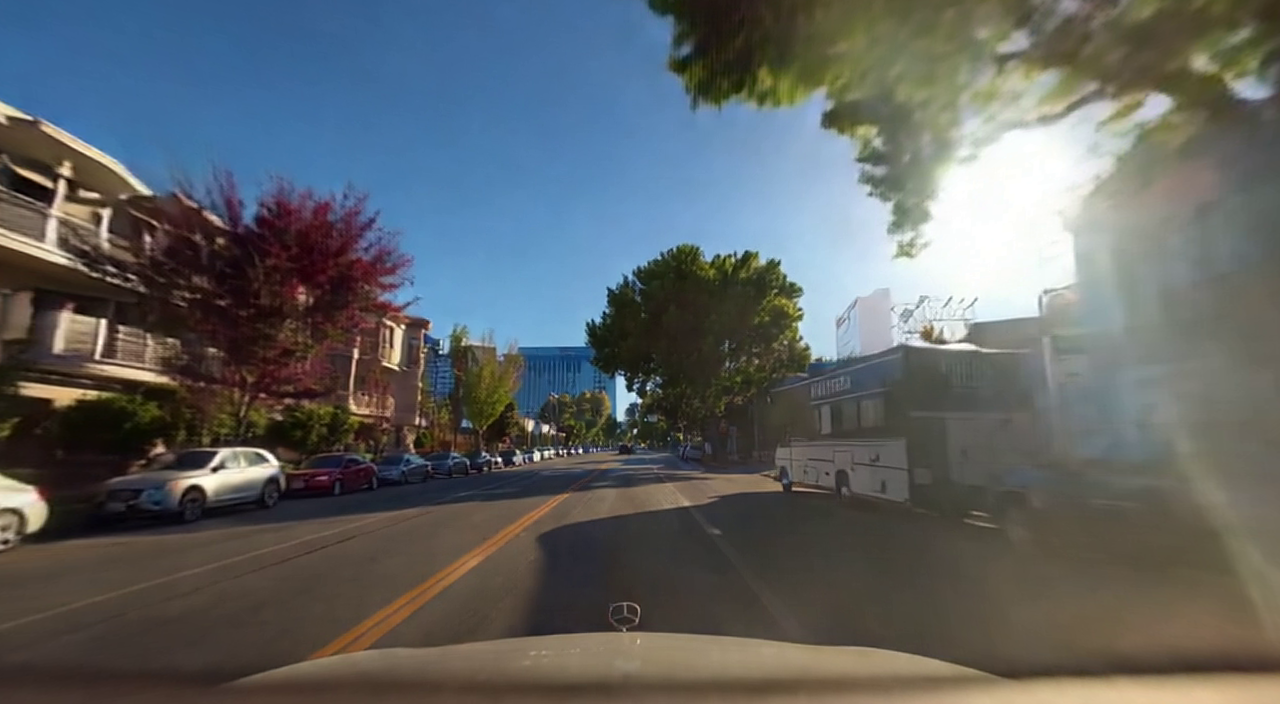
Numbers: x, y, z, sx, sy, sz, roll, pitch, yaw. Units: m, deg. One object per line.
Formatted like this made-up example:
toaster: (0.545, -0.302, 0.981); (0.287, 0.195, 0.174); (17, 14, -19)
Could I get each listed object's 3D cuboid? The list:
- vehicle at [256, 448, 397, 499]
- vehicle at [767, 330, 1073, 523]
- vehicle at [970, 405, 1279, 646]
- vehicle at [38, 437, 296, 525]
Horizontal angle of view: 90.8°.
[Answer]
vehicle: (-10.022, 3.890, 20.754); (2.078, 1.427, 4.900); (0, -8, 0)
vehicle: (6.032, 2.020, 16.337); (3.102, 3.473, 9.734); (0, -8, -2)
vehicle: (5.904, 1.554, 6.453); (2.154, 1.804, 5.341); (0, -8, 0)
vehicle: (-10.021, 2.723, 14.006); (2.276, 1.597, 4.421); (0, -8, 0)
